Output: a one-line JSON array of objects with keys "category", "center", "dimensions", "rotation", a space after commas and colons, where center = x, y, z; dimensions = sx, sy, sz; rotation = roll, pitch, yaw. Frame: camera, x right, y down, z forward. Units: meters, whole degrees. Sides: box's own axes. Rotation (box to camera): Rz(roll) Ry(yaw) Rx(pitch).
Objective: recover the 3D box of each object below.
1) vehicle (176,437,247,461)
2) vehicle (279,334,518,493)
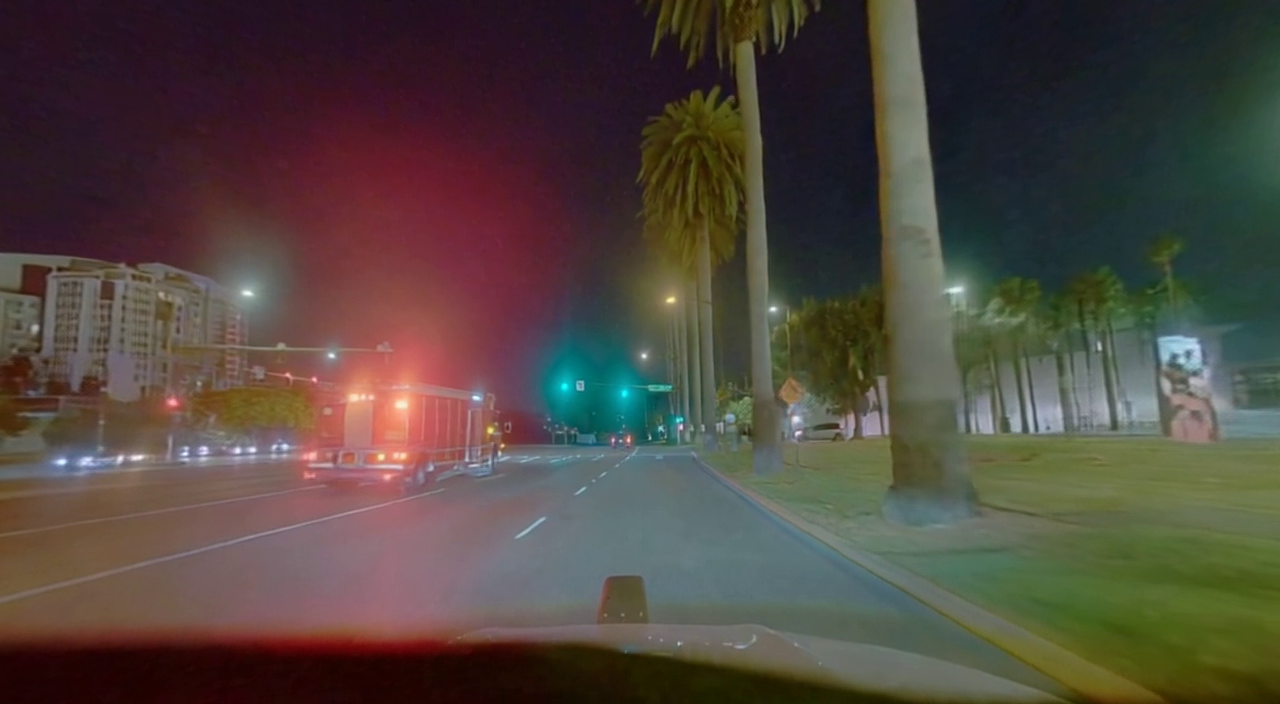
[{"category": "vehicle", "center": [-33.581, 7.644, 49.220], "dimensions": [4.470, 1.613, 1.897], "rotation": [-4, -10, 11]}, {"category": "vehicle", "center": [-6.786, 2.267, 20.623], "dimensions": [3.008, 3.730, 11.786], "rotation": [0, -8, 1]}]
